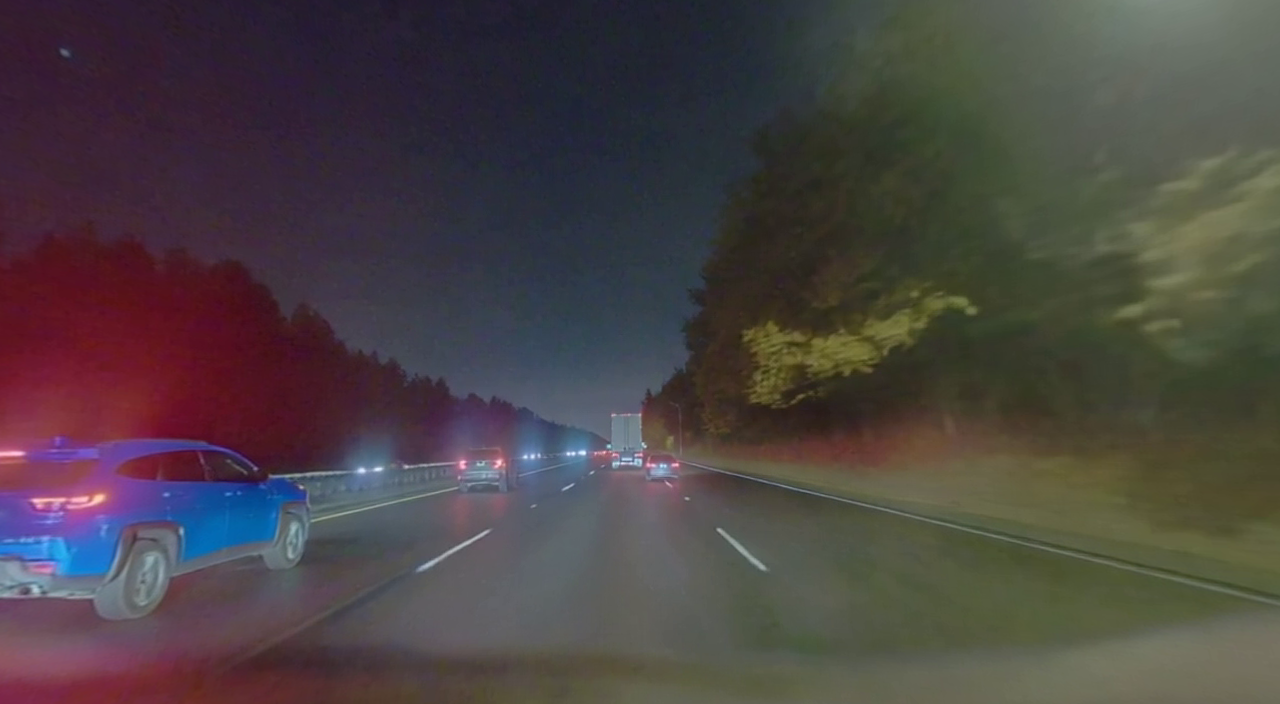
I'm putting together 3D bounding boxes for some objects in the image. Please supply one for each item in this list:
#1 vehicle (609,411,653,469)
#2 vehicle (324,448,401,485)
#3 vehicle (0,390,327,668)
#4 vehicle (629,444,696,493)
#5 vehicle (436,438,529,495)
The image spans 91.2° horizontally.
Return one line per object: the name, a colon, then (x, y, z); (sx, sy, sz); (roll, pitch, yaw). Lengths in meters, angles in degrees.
vehicle: (-0.819, 7.090, 49.986); (3.113, 4.066, 10.786); (0, -9, -2)
vehicle: (-13.210, 5.449, 30.129); (1.899, 1.597, 4.062); (0, -9, -1)
vehicle: (-4.959, 1.376, 5.700); (2.100, 1.671, 4.105); (0, -9, 0)
vehicle: (0.647, 3.886, 21.233); (2.026, 1.489, 4.045); (0, -9, -1)
vehicle: (-5.070, 3.741, 20.767); (2.035, 1.664, 4.064); (0, -9, 0)
